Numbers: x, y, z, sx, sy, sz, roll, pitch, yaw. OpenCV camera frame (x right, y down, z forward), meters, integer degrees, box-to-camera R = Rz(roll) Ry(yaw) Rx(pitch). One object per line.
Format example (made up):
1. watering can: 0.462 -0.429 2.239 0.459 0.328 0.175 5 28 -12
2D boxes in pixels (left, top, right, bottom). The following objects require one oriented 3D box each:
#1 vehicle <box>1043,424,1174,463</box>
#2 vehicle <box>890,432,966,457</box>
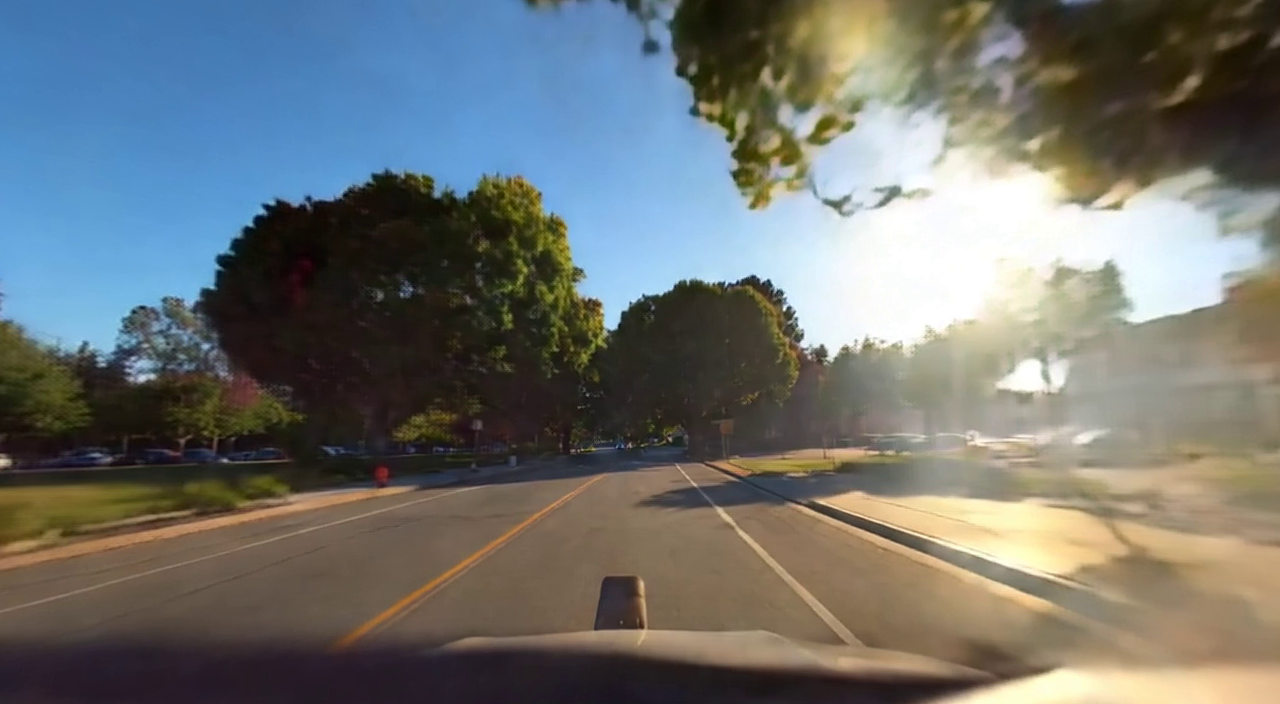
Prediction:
1. vehicle: 20.757 4.049 28.121 4.293 1.473 1.843 -2 -6 2
2. vehicle: 19.110 6.138 42.046 4.134 1.580 1.952 1 -8 -10
